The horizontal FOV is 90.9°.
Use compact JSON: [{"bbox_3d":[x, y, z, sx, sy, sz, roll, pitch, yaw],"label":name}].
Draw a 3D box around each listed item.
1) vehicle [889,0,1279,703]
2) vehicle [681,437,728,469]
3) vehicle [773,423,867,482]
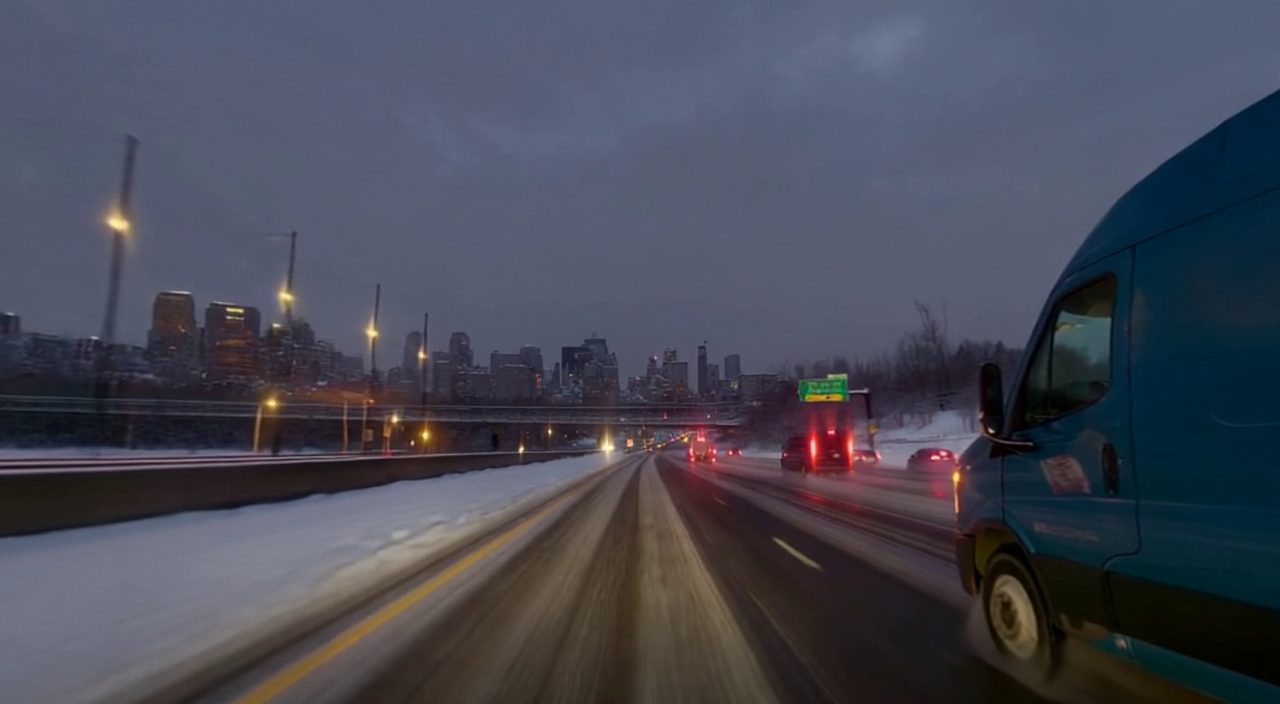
[{"bbox_3d":[3.173,0.150,1.286,2.436,2.745,7.034,0,-8,0],"label":"vehicle"},{"bbox_3d":[4.222,6.701,42.212,2.464,1.961,5.520,0,-8,-1],"label":"vehicle"},{"bbox_3d":[7.326,4.177,26.397,2.301,2.203,5.419,0,-8,0],"label":"vehicle"}]
